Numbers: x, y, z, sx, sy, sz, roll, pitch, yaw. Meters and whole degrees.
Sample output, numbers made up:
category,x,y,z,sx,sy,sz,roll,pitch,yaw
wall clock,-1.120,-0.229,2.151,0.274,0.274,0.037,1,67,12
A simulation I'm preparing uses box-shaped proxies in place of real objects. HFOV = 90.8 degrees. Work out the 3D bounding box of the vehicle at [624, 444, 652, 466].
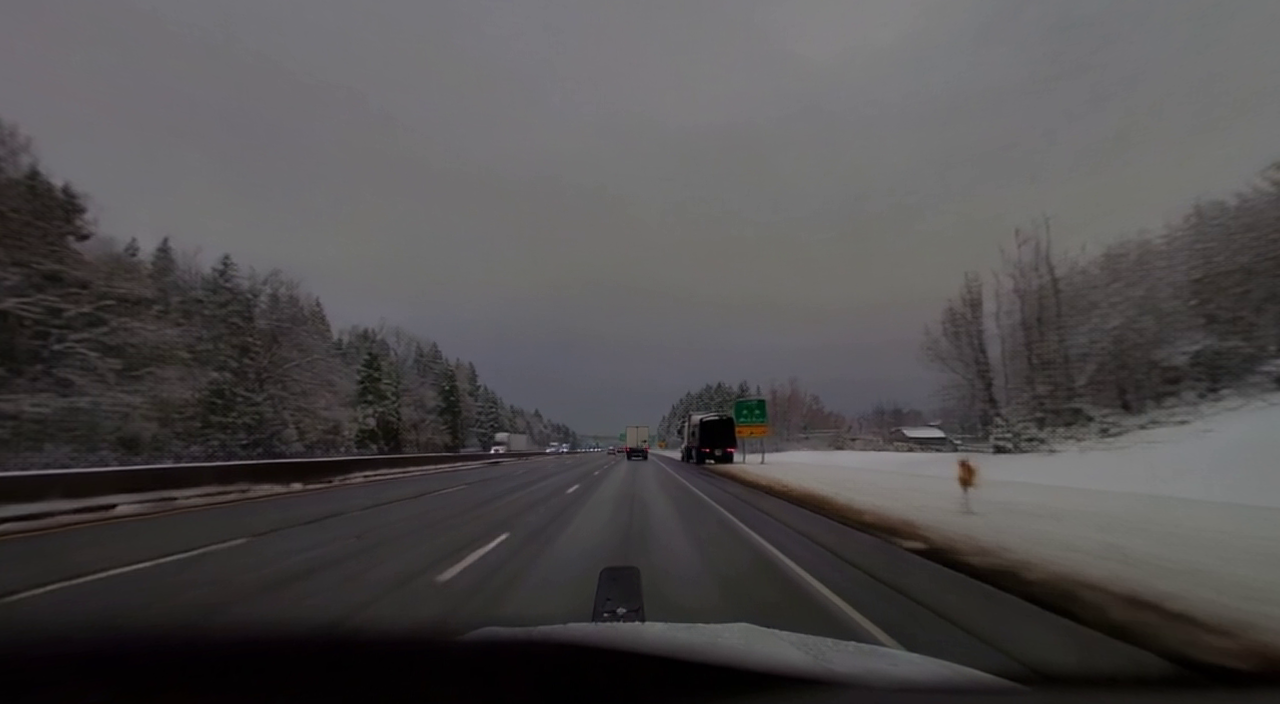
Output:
category,x,y,z,sx,sy,sz,roll,pitch,yaw
vehicle,-0.151,7.543,46.325,1.972,1.492,3.697,0,-9,0

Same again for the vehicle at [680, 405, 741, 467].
category,x,y,z,sx,sy,sz,roll,pitch,yaw
vehicle,5.138,6.666,49.257,2.893,4.114,14.332,0,-9,-1
